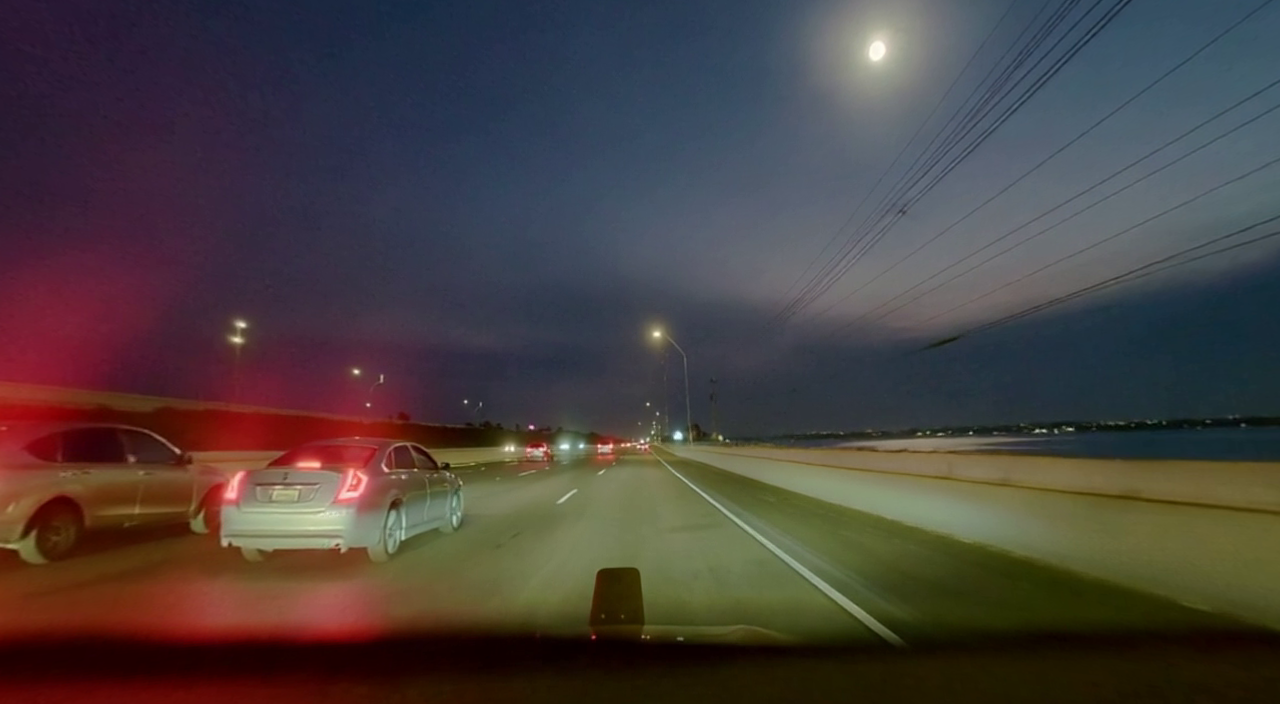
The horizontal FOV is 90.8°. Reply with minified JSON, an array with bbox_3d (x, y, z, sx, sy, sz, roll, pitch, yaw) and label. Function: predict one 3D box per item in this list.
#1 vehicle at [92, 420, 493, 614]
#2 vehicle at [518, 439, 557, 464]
[{"bbox_3d":[-3.247,1.625,7.228,2.015,1.501,4.454,0,-8,1],"label":"vehicle"},{"bbox_3d":[-7.435,7.255,46.263,2.050,1.717,4.418,0,-8,0],"label":"vehicle"}]
